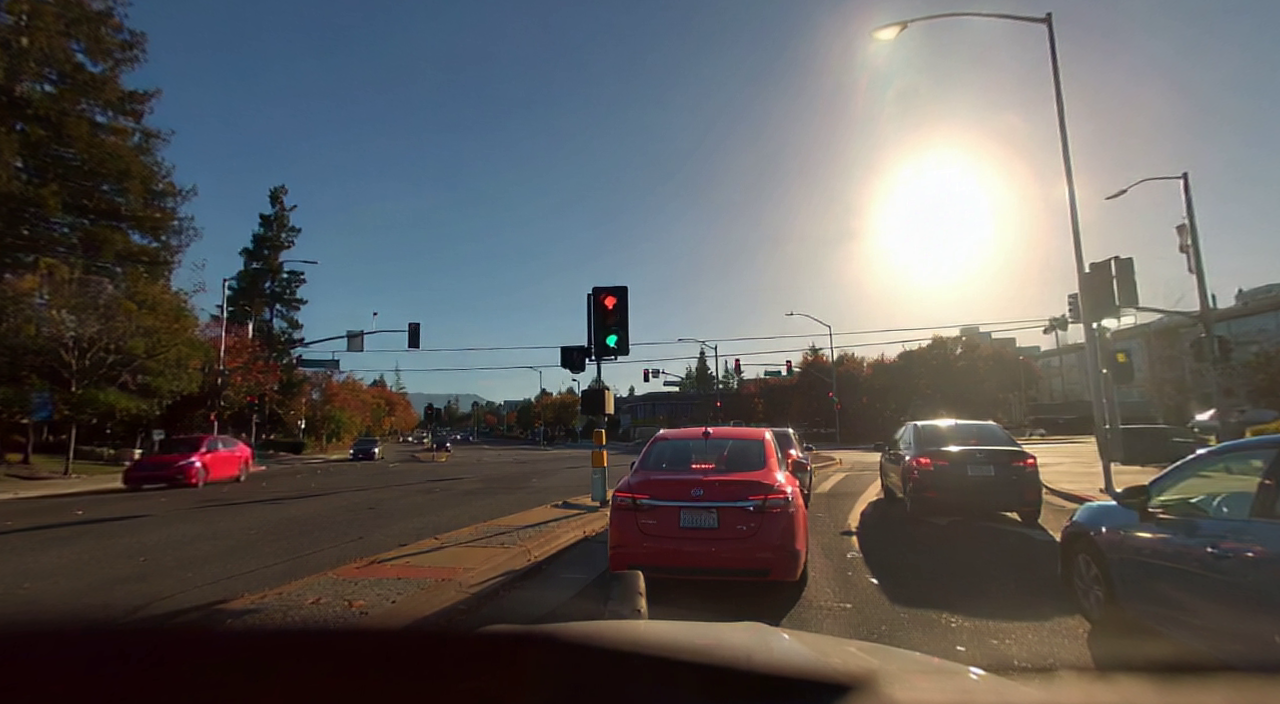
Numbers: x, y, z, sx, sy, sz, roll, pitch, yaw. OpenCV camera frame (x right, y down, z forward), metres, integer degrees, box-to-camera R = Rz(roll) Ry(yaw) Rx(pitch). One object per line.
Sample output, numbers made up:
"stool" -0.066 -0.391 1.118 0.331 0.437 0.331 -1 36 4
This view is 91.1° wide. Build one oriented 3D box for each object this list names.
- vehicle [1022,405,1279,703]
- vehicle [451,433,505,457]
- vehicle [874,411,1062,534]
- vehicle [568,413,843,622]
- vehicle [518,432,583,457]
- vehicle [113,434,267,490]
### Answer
"vehicle" 4.238 1.060 3.369 1.954 1.508 4.441 -1 -8 6
"vehicle" -12.479 7.121 48.192 1.972 1.705 4.457 8 -11 -44
"vehicle" 5.529 2.046 11.292 2.102 1.717 4.373 -2 -9 16
"vehicle" 0.851 1.498 6.695 2.052 1.483 3.928 -2 -8 12
"vehicle" -5.973 6.110 41.543 1.932 1.573 4.509 8 -11 -44
"vehicle" -13.287 3.246 18.982 1.976 1.458 4.645 2 -8 -12
